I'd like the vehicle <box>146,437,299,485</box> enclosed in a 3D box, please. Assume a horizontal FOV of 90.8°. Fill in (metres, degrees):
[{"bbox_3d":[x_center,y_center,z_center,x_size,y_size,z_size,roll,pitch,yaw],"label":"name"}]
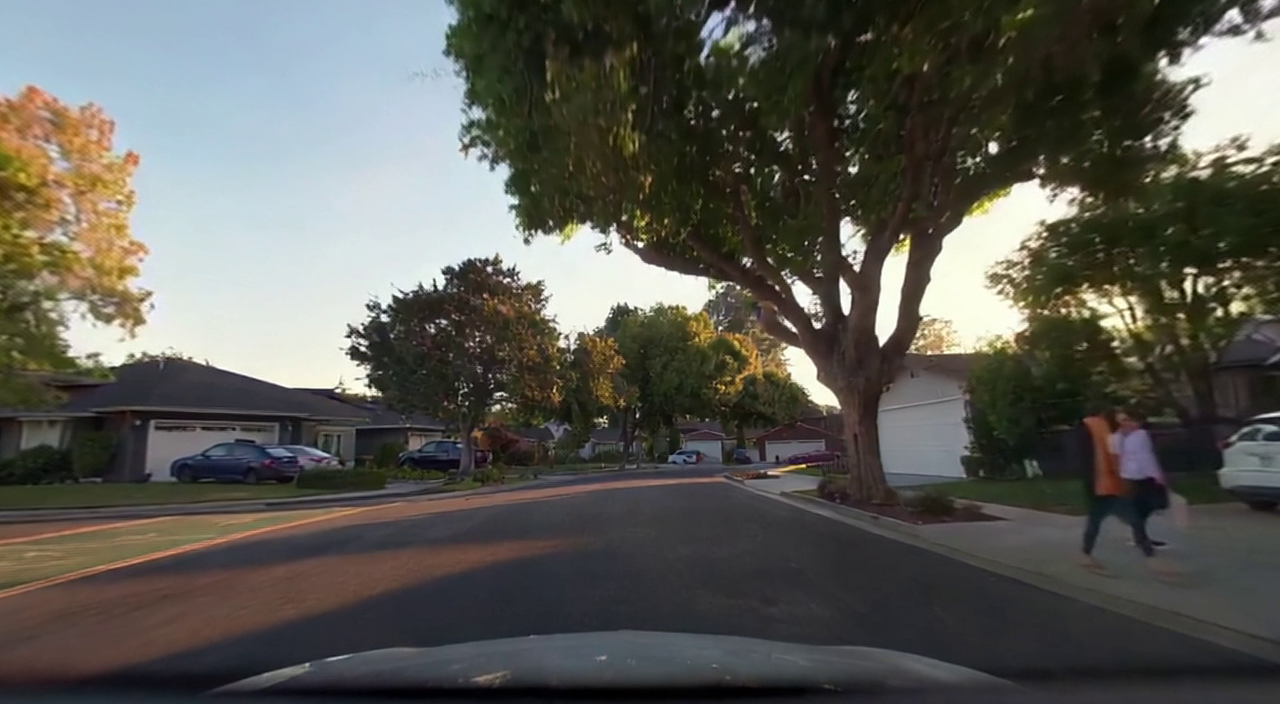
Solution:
[{"bbox_3d":[-16.685,4.374,25.475,4.581,1.811,2.145,0,-9,-2],"label":"vehicle"}]
